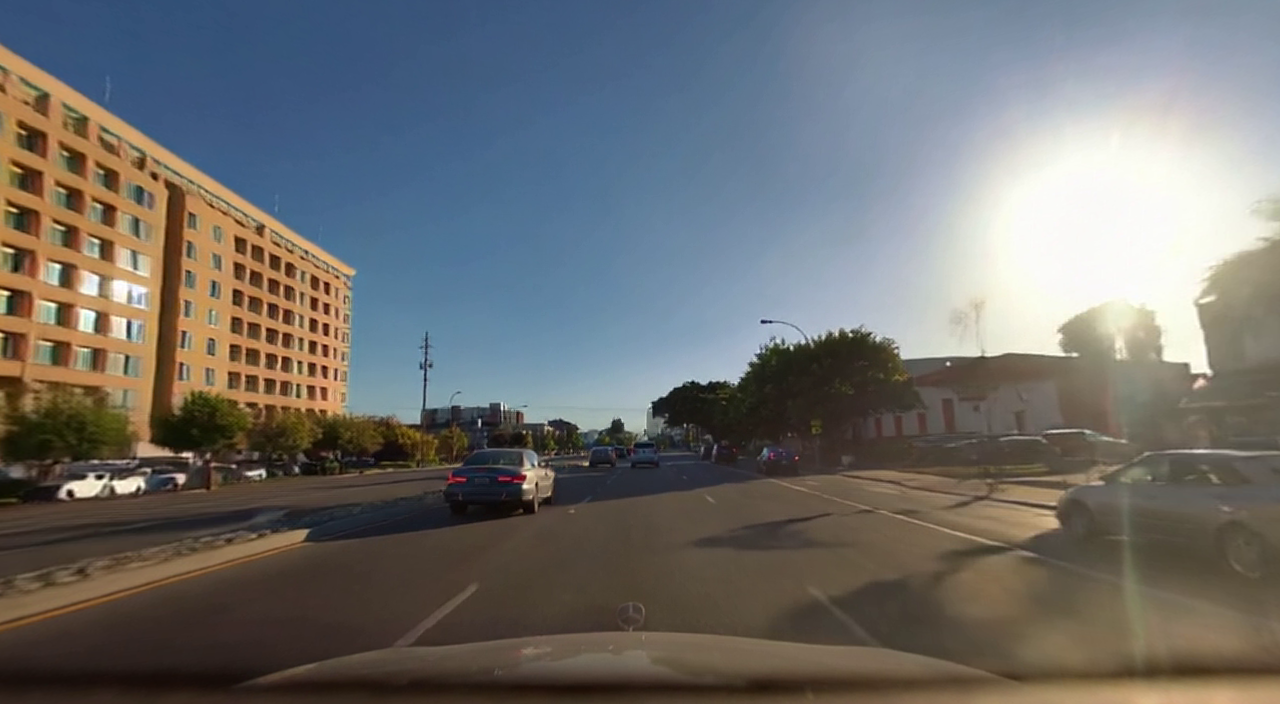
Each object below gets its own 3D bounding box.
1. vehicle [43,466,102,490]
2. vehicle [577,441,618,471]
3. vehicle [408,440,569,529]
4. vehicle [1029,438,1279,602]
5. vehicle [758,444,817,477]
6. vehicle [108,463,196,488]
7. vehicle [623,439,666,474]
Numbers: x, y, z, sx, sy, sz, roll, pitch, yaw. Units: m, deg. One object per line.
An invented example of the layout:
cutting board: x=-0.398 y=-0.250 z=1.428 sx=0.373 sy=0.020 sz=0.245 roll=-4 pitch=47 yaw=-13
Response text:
vehicle: x=-43.189 y=9.543 z=47.964 sx=4.214 sy=1.644 sz=1.902 roll=-5 pitch=-10 yaw=28
vehicle: x=-2.632 y=6.599 z=40.109 sx=2.117 sy=1.799 sz=4.442 roll=-1 pitch=-9 yaw=2
vehicle: x=-2.826 y=2.579 z=12.940 sx=2.095 sy=1.486 sz=4.411 roll=0 pitch=-9 yaw=2
vehicle: x=6.715 y=1.710 z=6.989 sx=1.865 sy=1.458 sz=4.605 roll=0 pitch=-9 yaw=0
vehicle: x=6.974 y=5.162 z=30.209 sx=1.884 sy=1.458 sz=4.245 roll=0 pitch=-9 yaw=1
vehicle: x=-34.019 y=8.610 z=44.118 sx=4.652 sy=1.472 sz=1.932 roll=5 pitch=-10 yaw=-32
vehicle: x=0.287 y=5.914 z=35.833 sx=2.304 sy=1.795 sz=4.526 roll=0 pitch=-9 yaw=1
